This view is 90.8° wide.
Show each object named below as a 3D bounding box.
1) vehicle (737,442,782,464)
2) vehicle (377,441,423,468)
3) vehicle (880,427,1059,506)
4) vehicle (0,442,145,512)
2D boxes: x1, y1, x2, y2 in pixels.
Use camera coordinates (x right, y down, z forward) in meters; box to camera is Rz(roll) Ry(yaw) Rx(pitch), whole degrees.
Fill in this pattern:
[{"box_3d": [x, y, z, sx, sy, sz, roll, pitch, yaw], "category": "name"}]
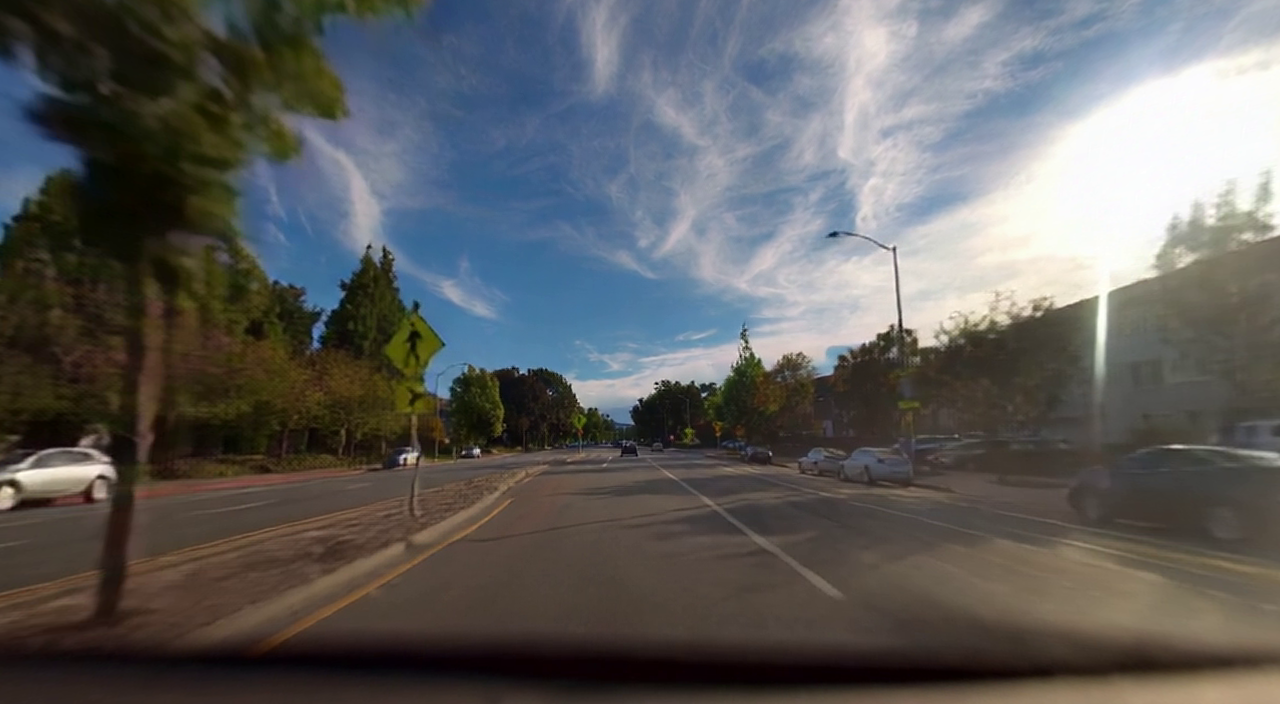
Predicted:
[{"box_3d": [8.230, 6.988, 43.830, 1.925, 1.454, 4.493, 0, -8, -5], "category": "vehicle"}, {"box_3d": [-18.863, 8.025, 49.851, 1.994, 1.874, 4.502, -3, -8, -1], "category": "vehicle"}, {"box_3d": [8.638, 3.037, 17.257, 2.100, 1.821, 4.991, 0, -8, -1], "category": "vehicle"}, {"box_3d": [-17.947, 3.688, 19.026, 2.016, 1.755, 5.389, -3, -8, -3], "category": "vehicle"}]
